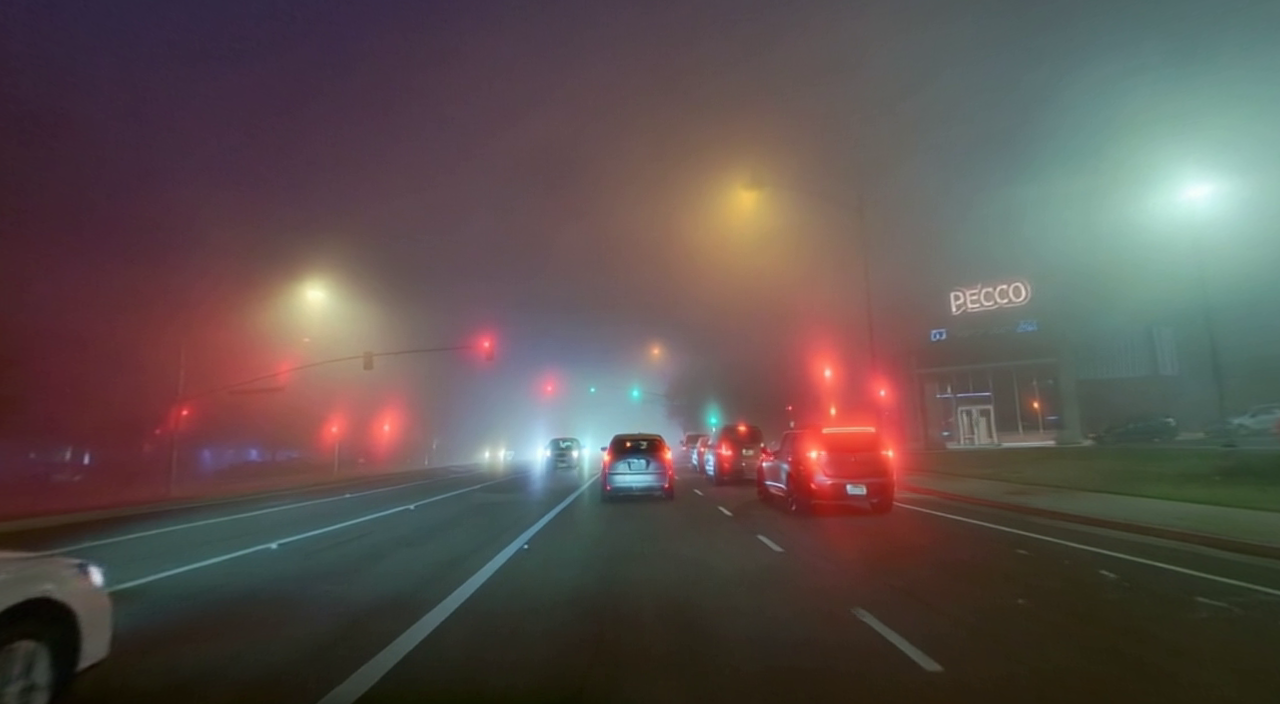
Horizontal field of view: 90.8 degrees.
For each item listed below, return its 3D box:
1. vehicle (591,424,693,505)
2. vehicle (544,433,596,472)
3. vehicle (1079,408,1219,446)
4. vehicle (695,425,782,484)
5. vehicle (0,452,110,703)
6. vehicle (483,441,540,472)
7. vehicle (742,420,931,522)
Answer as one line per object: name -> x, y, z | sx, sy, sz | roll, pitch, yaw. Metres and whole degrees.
vehicle -> -0.040, 2.685, 15.394 | 2.146, 1.685, 4.003 | 0, -9, -3
vehicle -> -3.435, 5.037, 31.816 | 2.106, 1.778, 4.444 | 0, -9, 0
vehicle -> 24.008, 3.597, 29.954 | 4.854, 1.712, 2.017 | 0, -9, -1
vehicle -> 3.240, 3.527, 21.879 | 2.144, 1.802, 4.609 | 0, -9, -1
vehicle -> -3.517, 0.834, 0.893 | 1.980, 1.321, 4.113 | 0, -9, 0
vehicle -> -6.502, 5.357, 32.490 | 1.954, 1.473, 4.350 | 0, -9, 1
vehicle -> 3.604, 2.298, 12.721 | 2.198, 1.660, 4.512 | 0, -9, -2
